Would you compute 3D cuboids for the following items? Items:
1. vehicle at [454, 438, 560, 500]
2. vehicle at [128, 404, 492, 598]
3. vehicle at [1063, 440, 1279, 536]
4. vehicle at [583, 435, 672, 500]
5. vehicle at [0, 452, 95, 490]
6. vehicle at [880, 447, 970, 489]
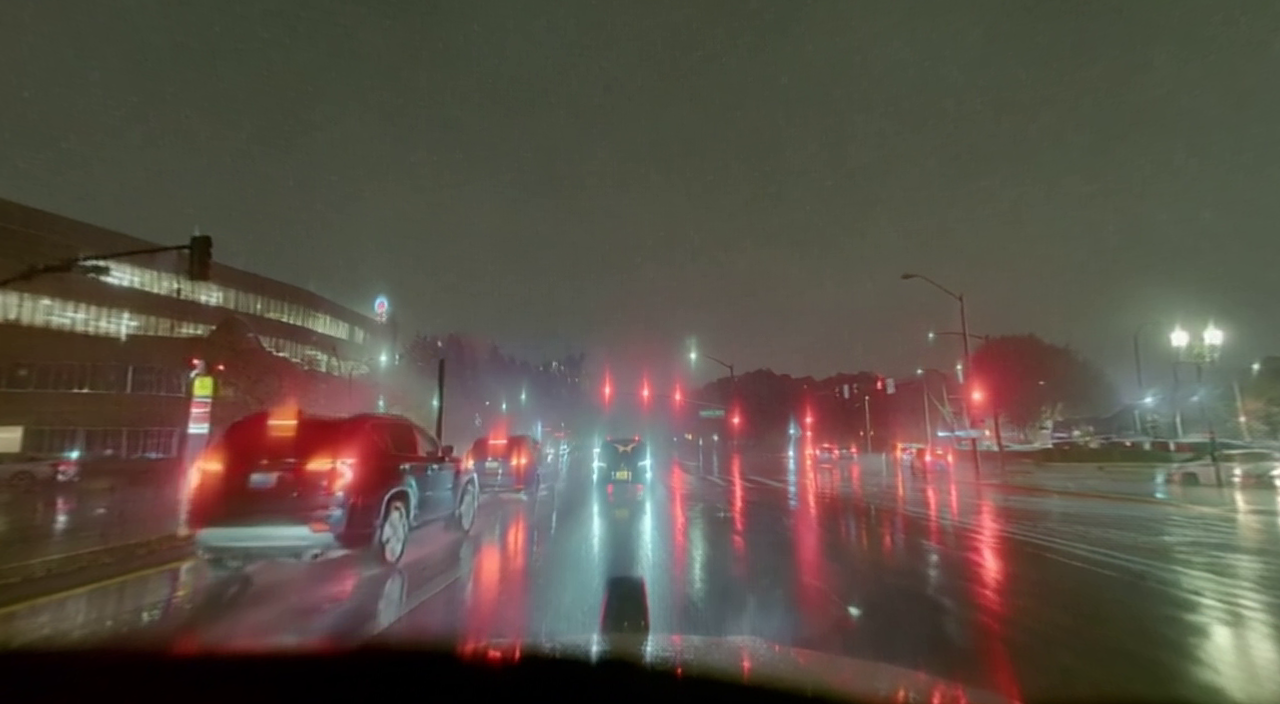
[{"bbox_3d":[-3.487,3.137,17.418,1.939,1.474,4.327,0,-8,1],"label":"vehicle"},{"bbox_3d":[-3.442,1.647,7.901,2.057,1.678,4.639,0,-8,0],"label":"vehicle"},{"bbox_3d":[10.467,2.417,11.923,1.936,1.474,4.331,0,-8,1],"label":"vehicle"},{"bbox_3d":[-0.321,2.977,16.639,2.059,1.477,3.988,0,-8,-1],"label":"vehicle"},{"bbox_3d":[-26.479,5.026,26.738,4.687,1.482,1.914,5,-10,-30],"label":"vehicle"},{"bbox_3d":[11.493,4.685,25.787,1.935,1.435,4.141,3,-8,3],"label":"vehicle"}]
